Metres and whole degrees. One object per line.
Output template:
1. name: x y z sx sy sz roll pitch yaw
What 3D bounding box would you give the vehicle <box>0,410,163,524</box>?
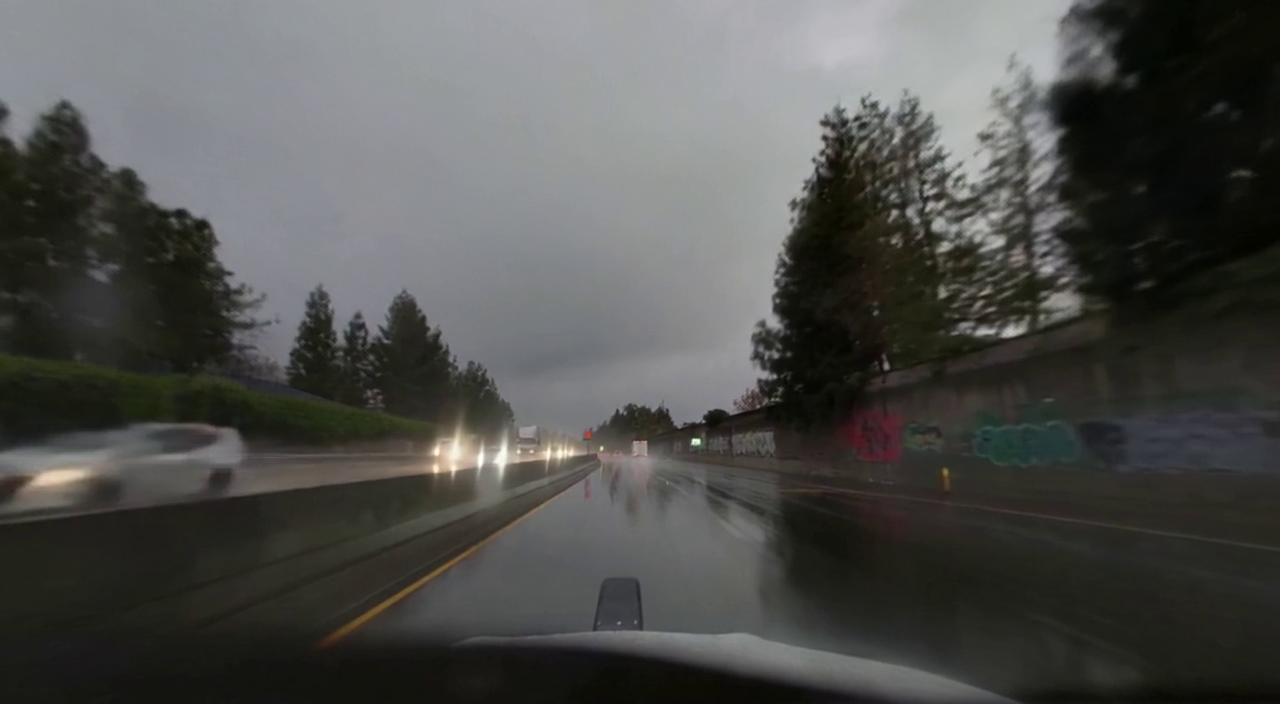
1. vehicle: -9.362 1.639 9.028 1.834 1.482 3.947 0 -9 0

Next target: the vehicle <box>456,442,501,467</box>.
1. vehicle: -10.089 6.466 39.527 1.813 1.466 3.902 0 -9 0
